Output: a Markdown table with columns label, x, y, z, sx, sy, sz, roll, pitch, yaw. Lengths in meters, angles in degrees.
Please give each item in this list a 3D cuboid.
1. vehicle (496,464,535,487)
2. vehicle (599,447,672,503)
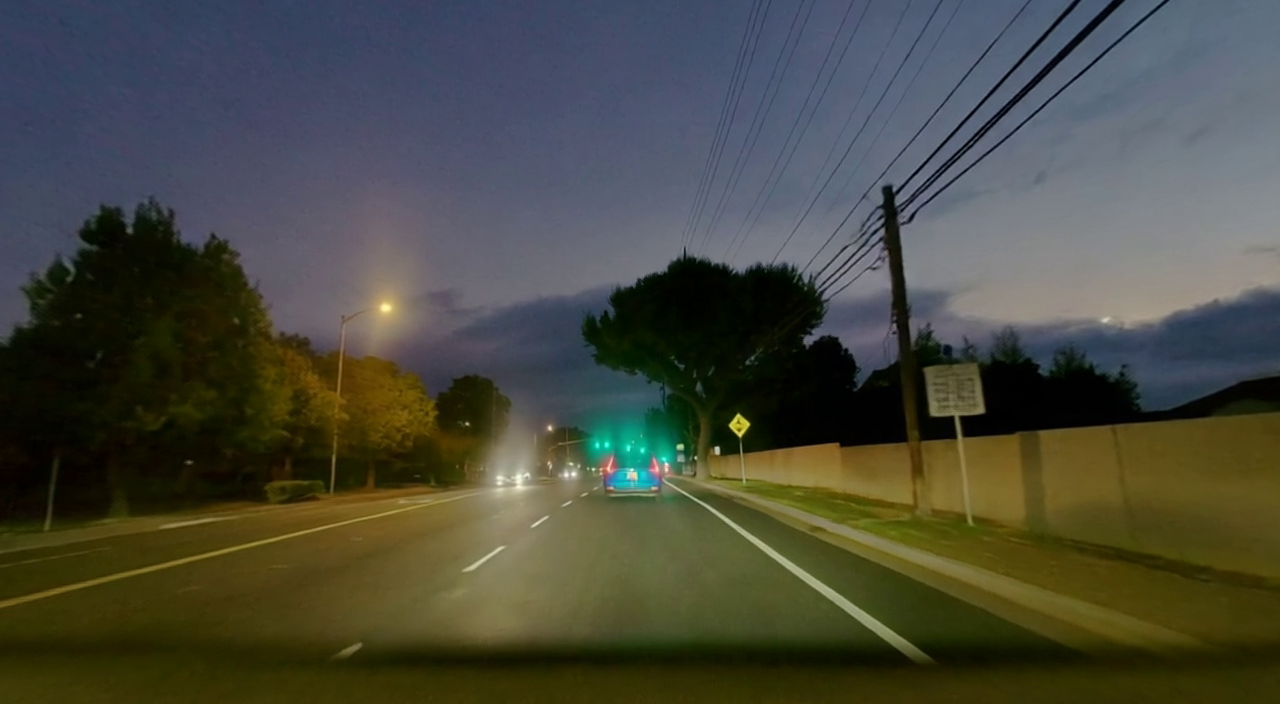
| label | x | y | z | sx | sy | sz | roll | pitch | yaw |
| --- | --- | --- | --- | --- | --- | --- | --- | --- | --- |
| vehicle | -9.457 | 9.418 | 48.176 | 1.960 | 1.490 | 4.674 | 0 | -8 | 1 |
| vehicle | -0.160 | 4.016 | 21.124 | 2.200 | 1.653 | 4.127 | 0 | -8 | 0 |
